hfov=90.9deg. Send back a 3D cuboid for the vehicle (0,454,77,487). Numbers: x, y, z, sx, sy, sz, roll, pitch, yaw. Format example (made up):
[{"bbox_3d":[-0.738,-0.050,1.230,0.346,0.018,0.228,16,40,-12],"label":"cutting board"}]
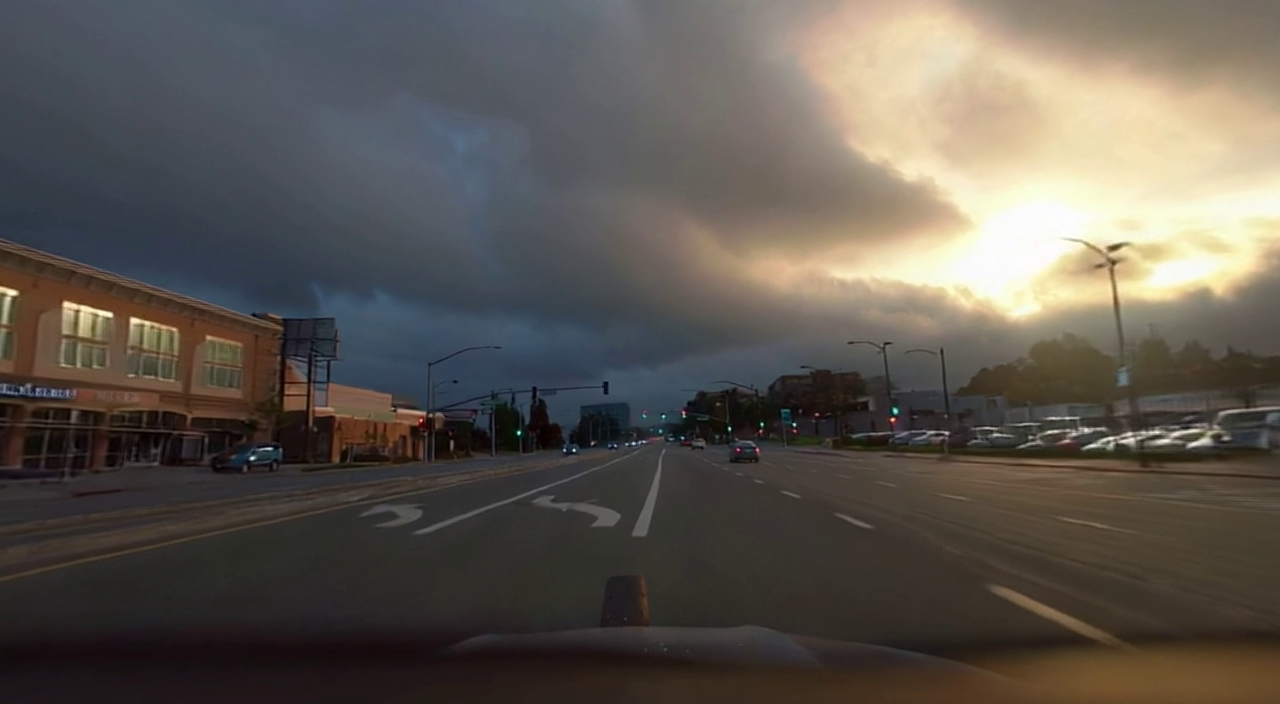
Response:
[{"bbox_3d":[-32.605,6.270,33.538,1.781,1.590,3.853,0,-9,-2],"label":"vehicle"}]

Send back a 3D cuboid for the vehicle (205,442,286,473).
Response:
[{"bbox_3d":[-29.651,7.941,47.644,2.298,2.186,5.973,0,-9,-1],"label":"vehicle"}]

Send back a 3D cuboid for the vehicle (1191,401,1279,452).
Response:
[{"bbox_3d":[27.725,3.373,27.846,2.340,2.048,6.148,-2,-9,14],"label":"vehicle"}]

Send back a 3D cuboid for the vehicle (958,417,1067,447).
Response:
[{"bbox_3d":[28.628,6.205,48.665,6.608,2.249,2.726,0,-9,0],"label":"vehicle"}]

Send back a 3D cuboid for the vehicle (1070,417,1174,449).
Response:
[{"bbox_3d":[27.982,4.755,36.675,4.326,1.788,1.984,0,-9,0],"label":"vehicle"}]

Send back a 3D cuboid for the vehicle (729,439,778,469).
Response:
[{"bbox_3d":[6.185,5.627,34.786,2.038,1.528,4.259,0,-9,1],"label":"vehicle"}]
